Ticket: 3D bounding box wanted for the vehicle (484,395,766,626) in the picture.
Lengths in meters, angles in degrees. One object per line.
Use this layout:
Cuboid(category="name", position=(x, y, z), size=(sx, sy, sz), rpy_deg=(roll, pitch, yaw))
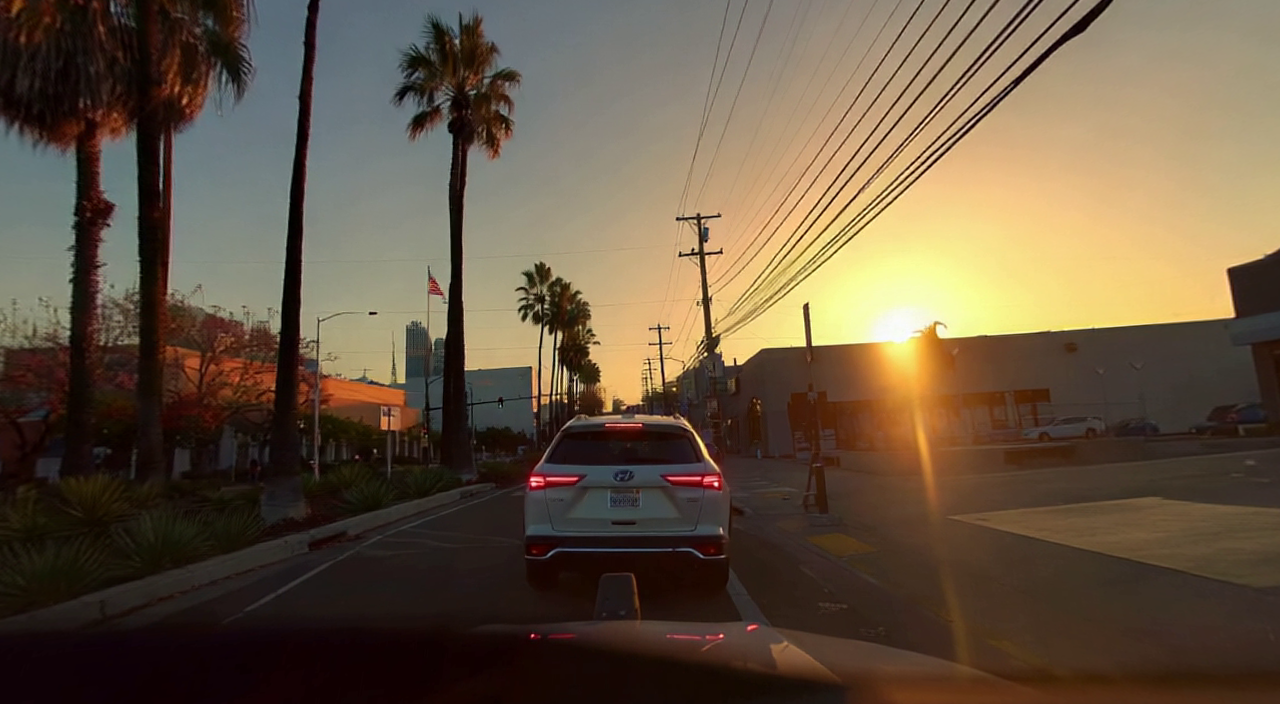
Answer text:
Cuboid(category="vehicle", position=(-0.194, 1.457, 6.689), size=(2.105, 1.702, 3.750), rpy_deg=(0, -8, -3))
